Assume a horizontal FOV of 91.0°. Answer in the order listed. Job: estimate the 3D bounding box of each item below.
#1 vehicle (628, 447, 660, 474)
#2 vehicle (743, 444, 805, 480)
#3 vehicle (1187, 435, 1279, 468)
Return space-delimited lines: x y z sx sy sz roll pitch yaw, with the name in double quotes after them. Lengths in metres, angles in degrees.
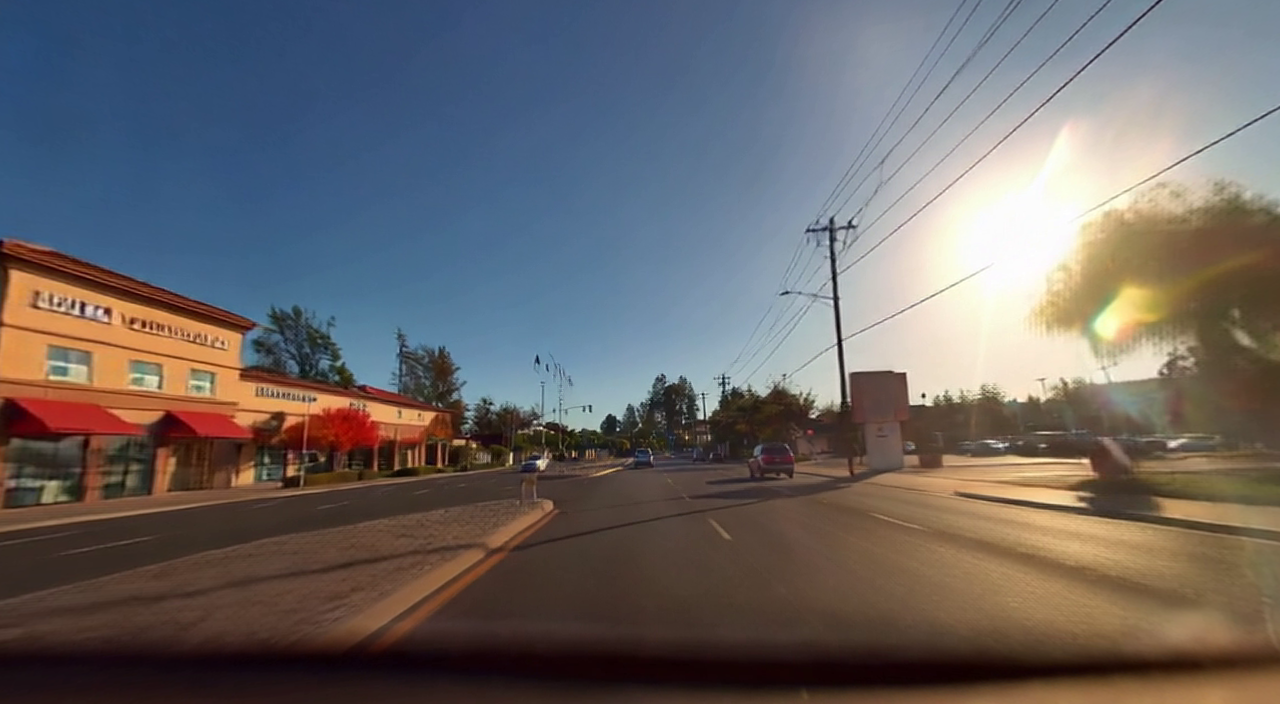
0.296 7.480 43.588 2.138 1.702 4.168 0 -9 1 "vehicle"
6.868 5.680 32.887 2.252 1.718 4.617 0 -9 1 "vehicle"
29.604 4.828 30.573 4.191 1.492 1.950 0 -9 0 "vehicle"
